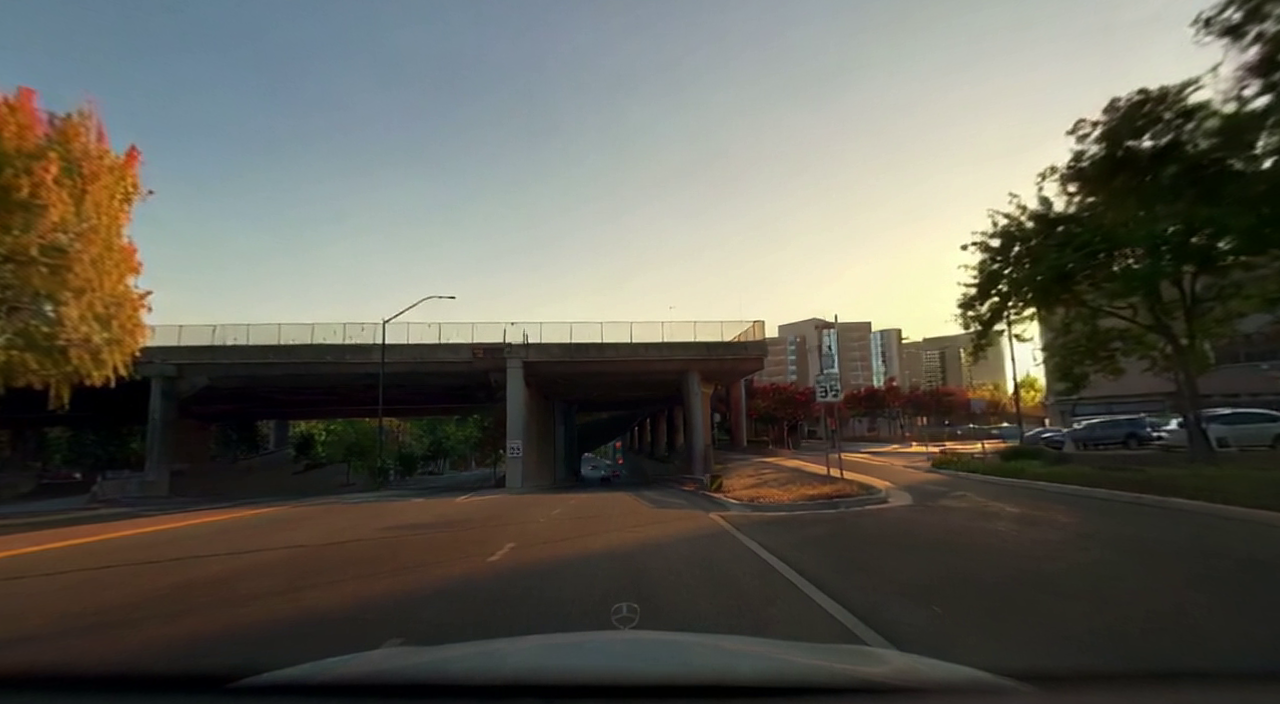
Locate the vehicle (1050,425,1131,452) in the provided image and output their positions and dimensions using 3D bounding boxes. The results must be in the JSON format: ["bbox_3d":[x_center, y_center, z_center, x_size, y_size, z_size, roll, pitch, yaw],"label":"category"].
[{"bbox_3d":[27.386,5.242,38.559,1.901,1.525,3.948,-1,-7,-3],"label":"vehicle"}]

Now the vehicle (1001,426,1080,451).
[{"bbox_3d":[24.677,5.381,39.105,1.931,1.465,4.207,0,-8,-4],"label":"vehicle"}]

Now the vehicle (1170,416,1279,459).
[{"bbox_3d":[25.175,3.520,26.433,1.794,1.488,4.553,0,-4,-5],"label":"vehicle"}]
